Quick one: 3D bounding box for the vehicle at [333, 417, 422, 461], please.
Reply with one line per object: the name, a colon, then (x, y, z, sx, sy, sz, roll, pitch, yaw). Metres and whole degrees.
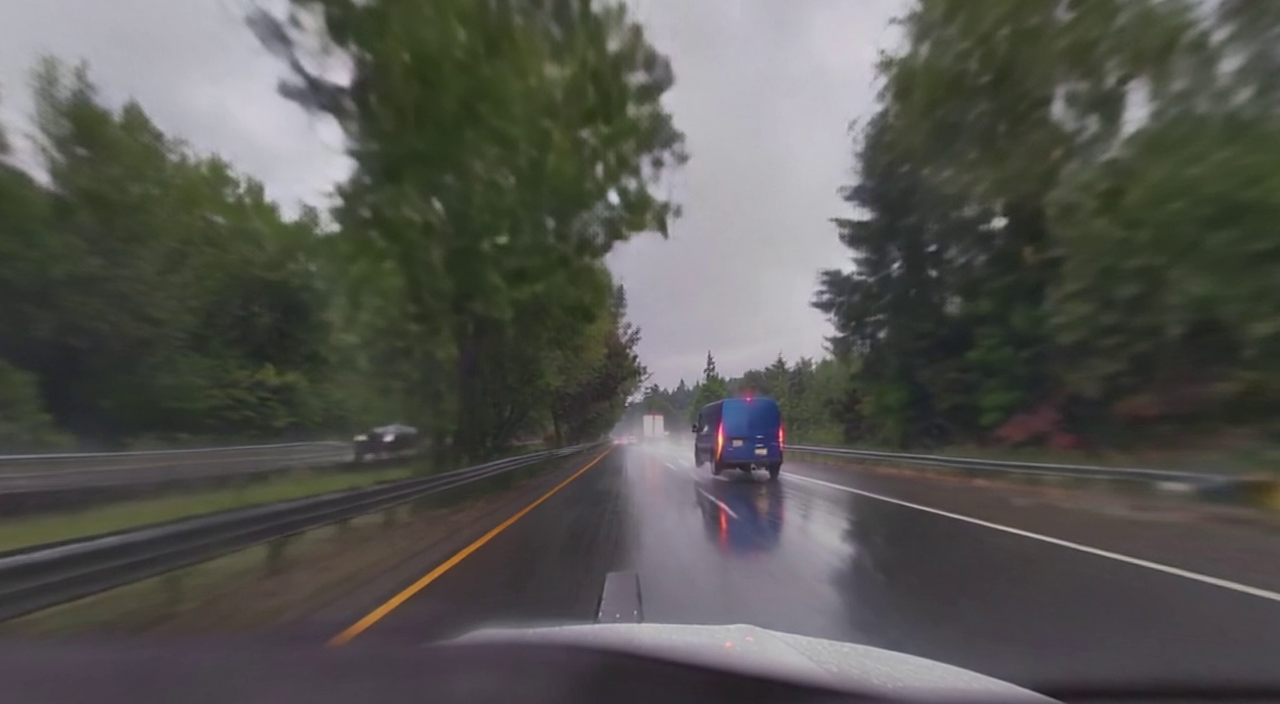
vehicle: (-12.562, 4.224, 30.616, 2.109, 1.915, 5.253, 0, -8, -1)

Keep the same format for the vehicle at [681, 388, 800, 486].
vehicle: (2.876, 2.676, 19.891, 2.570, 2.596, 6.082, 0, -8, -2)
